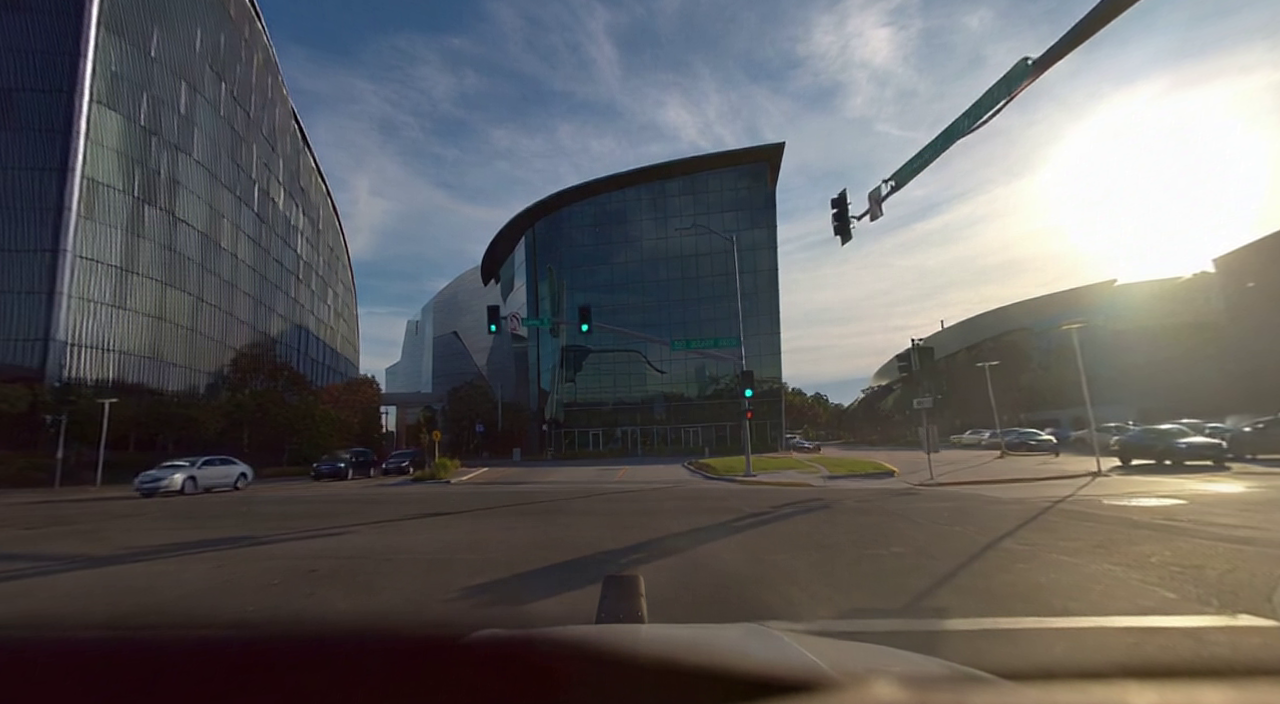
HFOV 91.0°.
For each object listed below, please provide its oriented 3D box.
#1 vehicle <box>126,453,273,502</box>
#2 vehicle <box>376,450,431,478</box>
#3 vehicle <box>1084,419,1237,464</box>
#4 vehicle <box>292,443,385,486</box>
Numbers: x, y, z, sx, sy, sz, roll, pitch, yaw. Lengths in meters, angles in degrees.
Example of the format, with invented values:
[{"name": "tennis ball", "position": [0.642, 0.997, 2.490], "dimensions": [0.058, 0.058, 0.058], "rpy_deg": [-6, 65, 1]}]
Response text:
[{"name": "vehicle", "position": [-14.987, 4.247, 21.766], "dimensions": [1.790, 1.437, 4.349], "rpy_deg": [0, -9, 2]}, {"name": "vehicle", "position": [-15.122, 7.175, 40.577], "dimensions": [1.932, 1.605, 4.146], "rpy_deg": [0, -9, 0]}, {"name": "vehicle", "position": [19.086, 3.351, 23.406], "dimensions": [1.834, 1.480, 4.458], "rpy_deg": [0, -9, -1]}, {"name": "vehicle", "position": [-14.835, 5.523, 31.362], "dimensions": [2.091, 1.915, 5.040], "rpy_deg": [0, -9, 0]}]
